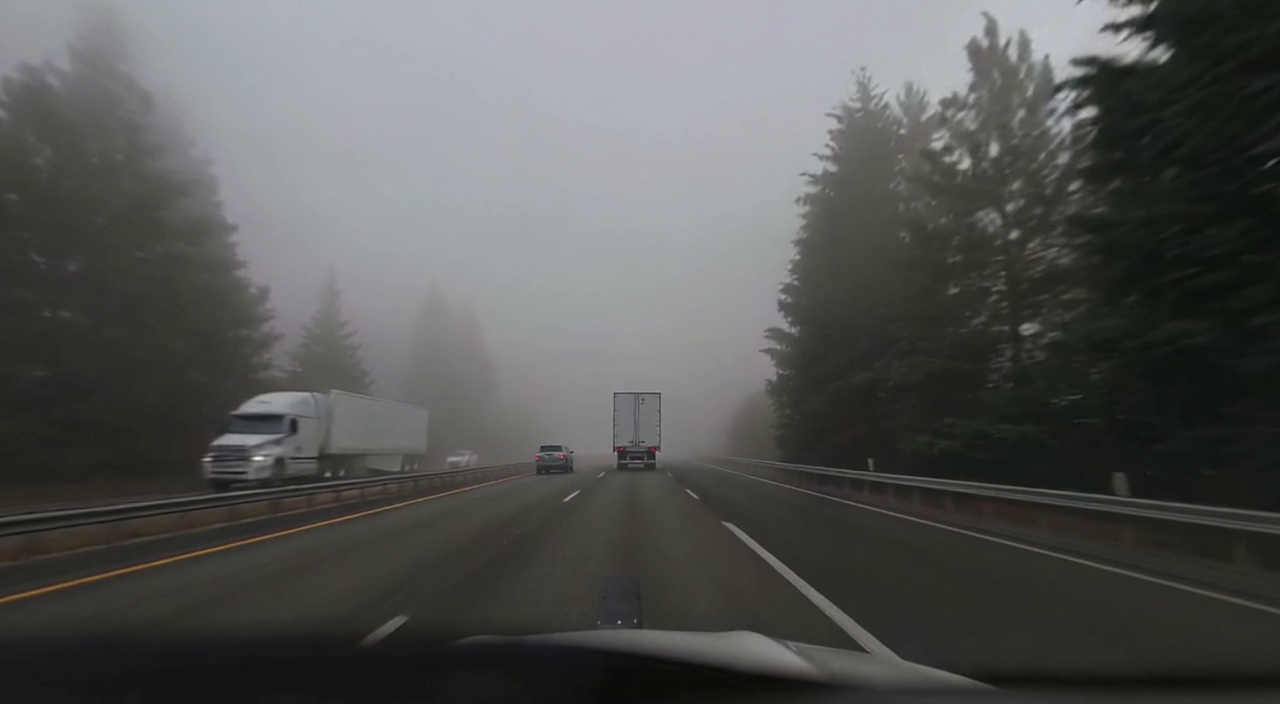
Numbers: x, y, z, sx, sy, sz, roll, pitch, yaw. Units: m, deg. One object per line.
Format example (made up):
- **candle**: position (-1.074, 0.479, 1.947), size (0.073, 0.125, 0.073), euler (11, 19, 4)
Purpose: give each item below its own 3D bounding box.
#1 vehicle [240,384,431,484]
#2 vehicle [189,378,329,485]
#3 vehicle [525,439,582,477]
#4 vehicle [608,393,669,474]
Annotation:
- **vehicle**: position (-14.938, 4.476, 33.011), size (2.929, 4.123, 14.002), euler (0, -9, 1)
- **vehicle**: position (-14.909, 3.197, 24.928), size (2.869, 3.906, 3.898), euler (0, -9, 0)
- **vehicle**: position (-4.030, 5.016, 29.757), size (2.112, 1.645, 4.129), euler (0, -9, 0)
- **vehicle**: position (-0.106, 4.949, 37.132), size (3.100, 4.091, 10.664), euler (0, -9, 0)
